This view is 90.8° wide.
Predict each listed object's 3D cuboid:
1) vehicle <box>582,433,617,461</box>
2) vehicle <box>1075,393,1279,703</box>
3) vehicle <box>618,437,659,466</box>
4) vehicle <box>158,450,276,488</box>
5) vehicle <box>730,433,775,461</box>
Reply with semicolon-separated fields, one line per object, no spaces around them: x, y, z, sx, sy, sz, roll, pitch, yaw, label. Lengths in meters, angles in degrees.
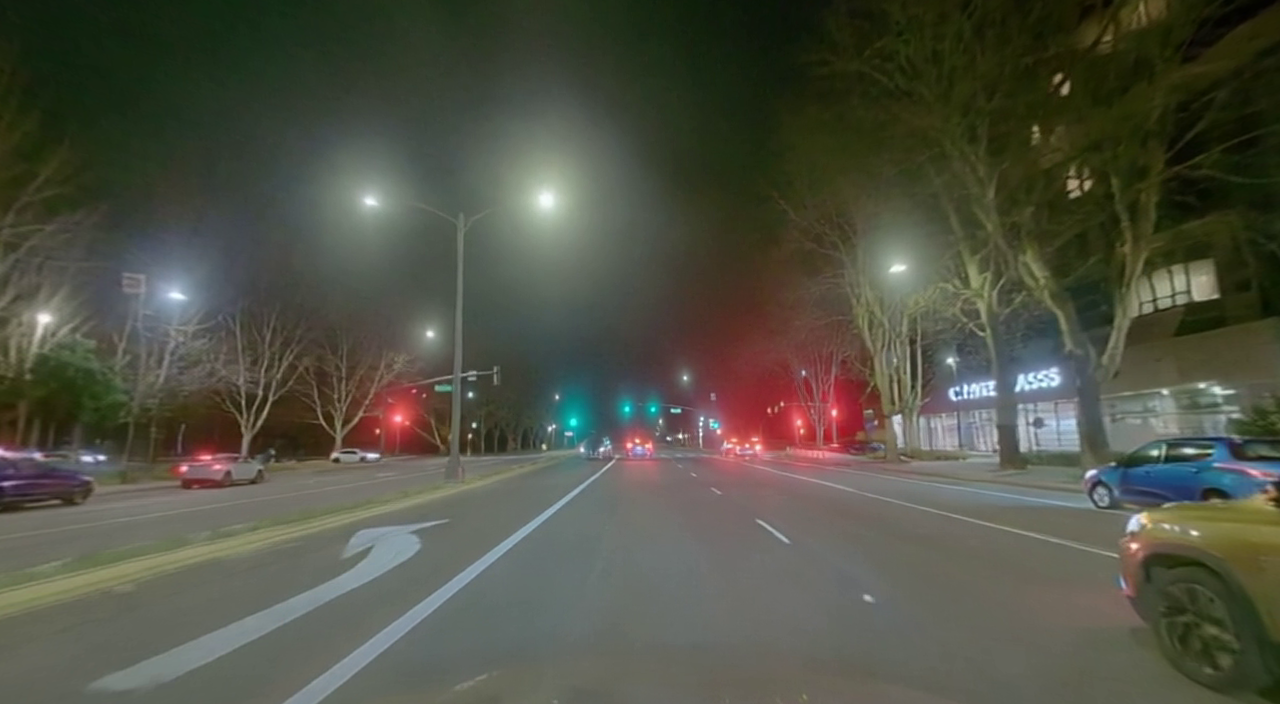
-2.756;6.594;43.959;2.064;1.825;4.760;0;-8;1;vehicle
3.733;0.775;1.764;1.861;1.473;4.393;0;-8;-1;vehicle
-0.080;5.368;34.198;2.097;1.480;4.006;0;-8;0;vehicle
-18.089;4.995;27.323;1.865;1.460;4.693;0;-8;0;vehicle
7.402;6.329;41.985;2.068;1.731;4.752;0;-8;-1;vehicle
